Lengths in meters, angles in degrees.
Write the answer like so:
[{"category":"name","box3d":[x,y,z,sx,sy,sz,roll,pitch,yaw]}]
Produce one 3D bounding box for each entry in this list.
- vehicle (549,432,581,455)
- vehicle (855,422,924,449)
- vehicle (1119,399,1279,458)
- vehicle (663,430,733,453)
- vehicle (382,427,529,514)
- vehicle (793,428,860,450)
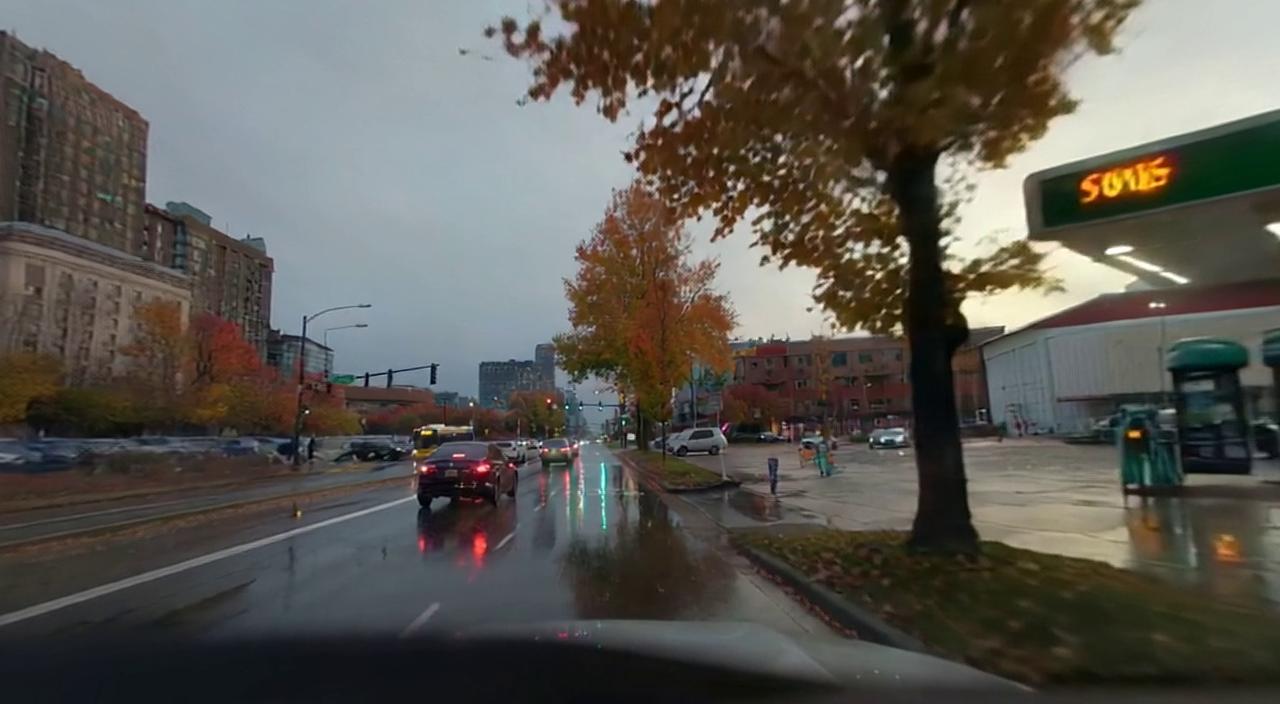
[{"category":"vehicle","box3d":[-5.828,7.191,49.231,2.365,1.751,3.904,0,-9,-4]},{"category":"vehicle","box3d":[18.079,6.056,45.463,4.172,1.687,1.773,-3,-8,-5]},{"category":"vehicle","box3d":[16.827,2.352,18.932,1.892,1.594,3.379,0,-9,-2]},{"category":"vehicle","box3d":[4.292,6.695,46.757,4.894,1.451,2.089,-2,-8,-3]},{"category":"vehicle","box3d":[-3.633,2.414,13.212,2.092,1.507,4.078,0,-9,-4]},{"category":"vehicle","box3d":[13.417,6.272,45.239,4.064,1.507,2.078,0,-9,-3]}]
